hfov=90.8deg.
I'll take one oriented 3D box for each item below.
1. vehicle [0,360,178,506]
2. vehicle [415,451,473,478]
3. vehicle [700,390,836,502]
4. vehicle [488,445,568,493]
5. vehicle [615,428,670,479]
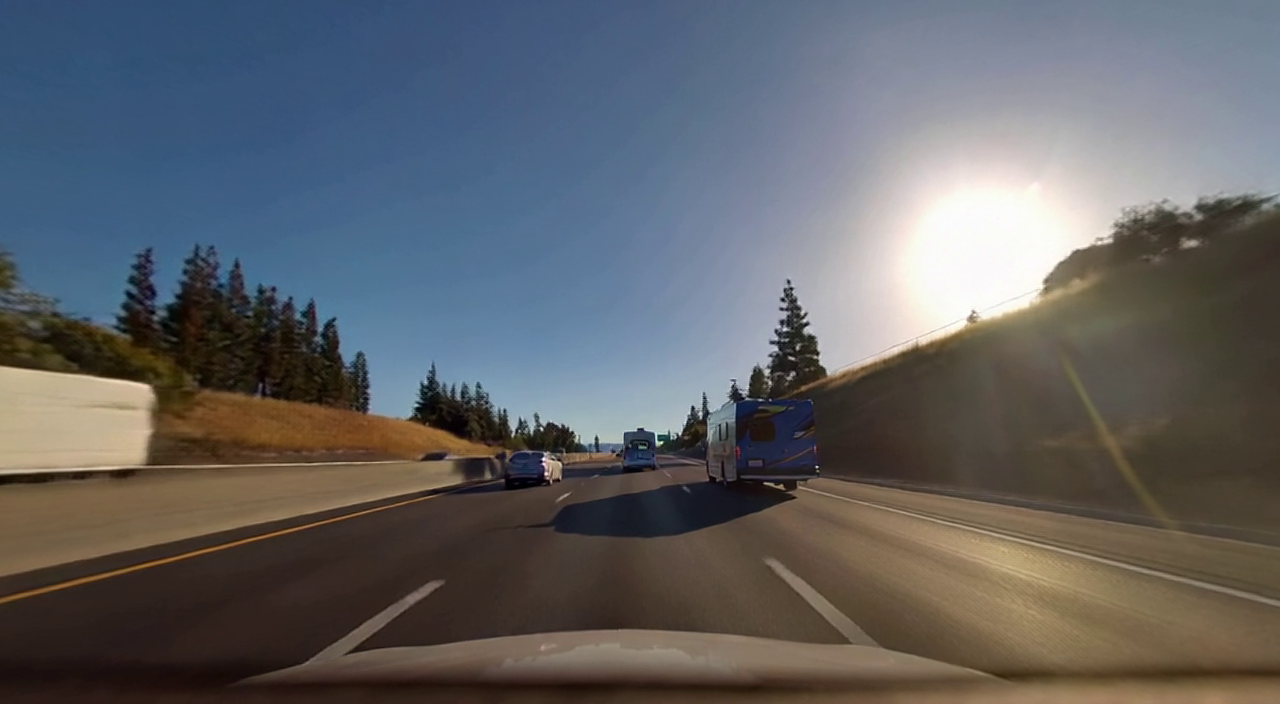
[{"bbox_3d":[-19.602,2.215,17.365,2.914,4.094,14.271,0,-9,0],"label":"vehicle"},{"bbox_3d":[-11.456,6.560,37.132,1.966,1.453,4.217,0,-9,1],"label":"vehicle"},{"bbox_3d":[3.691,3.001,20.210,2.607,2.910,7.252,0,-9,-2],"label":"vehicle"},{"bbox_3d":[-3.846,4.094,22.509,1.959,1.502,4.559,0,-9,0],"label":"vehicle"},{"bbox_3d":[0.093,5.036,31.342,2.524,2.310,4.986,0,-9,0],"label":"vehicle"}]
